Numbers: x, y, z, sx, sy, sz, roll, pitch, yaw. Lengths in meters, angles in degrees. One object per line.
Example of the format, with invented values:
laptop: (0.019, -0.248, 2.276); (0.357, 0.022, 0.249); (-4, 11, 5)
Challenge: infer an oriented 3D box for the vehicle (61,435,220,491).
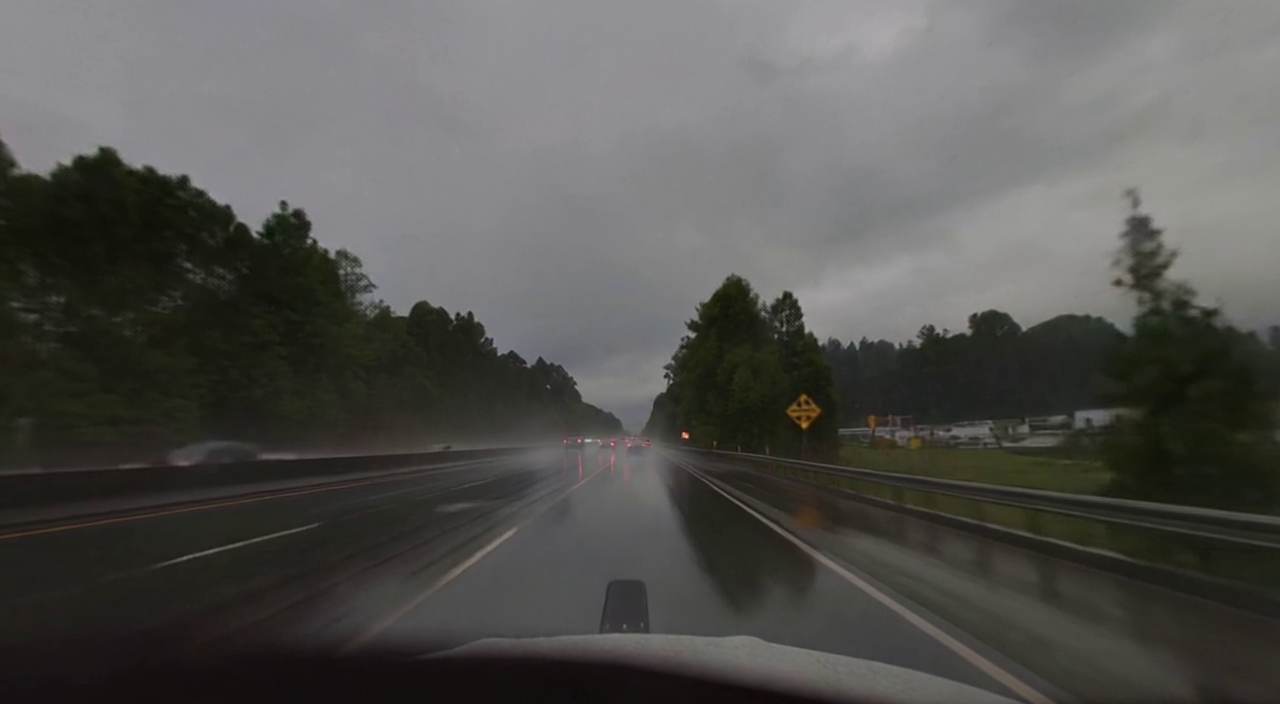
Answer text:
vehicle: (-15.522, 3.415, 19.905); (1.771, 1.483, 4.008); (3, -7, -2)
